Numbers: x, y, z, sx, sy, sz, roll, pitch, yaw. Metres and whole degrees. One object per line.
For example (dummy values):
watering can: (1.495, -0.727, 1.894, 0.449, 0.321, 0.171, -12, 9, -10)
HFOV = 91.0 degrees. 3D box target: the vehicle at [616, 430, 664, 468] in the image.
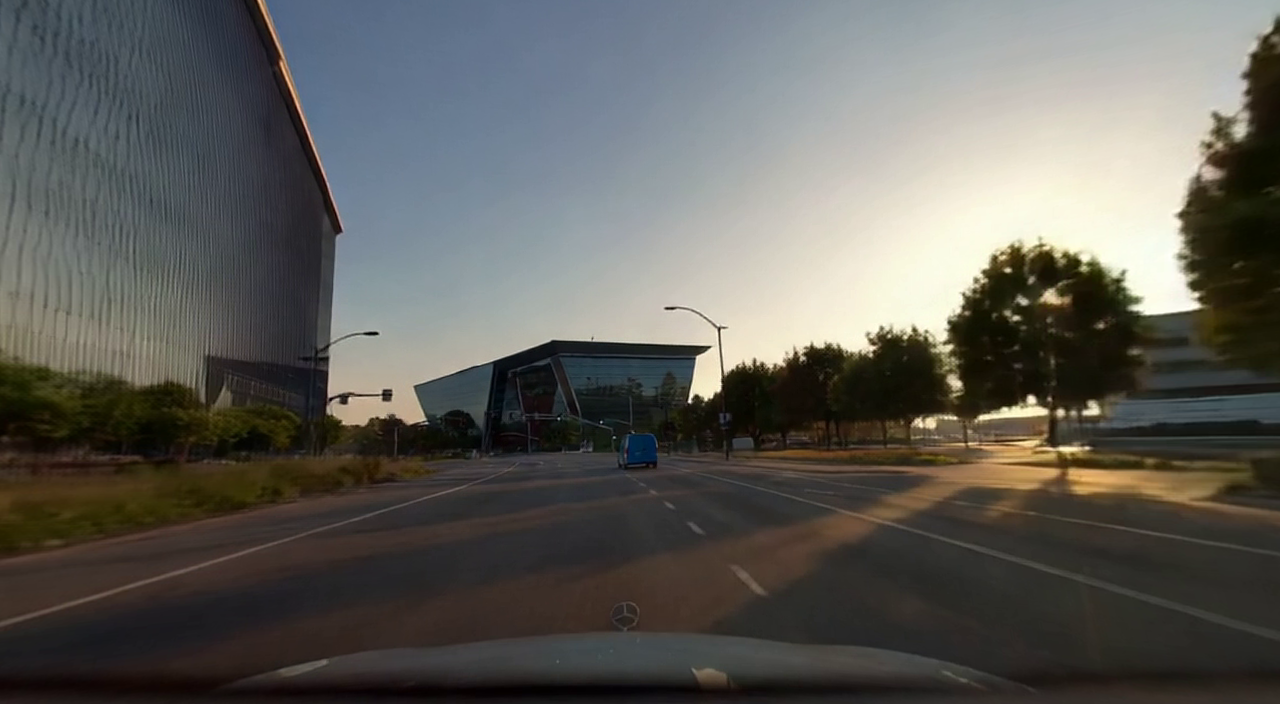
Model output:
vehicle: (-0.078, 6.111, 39.771, 2.339, 2.244, 4.817, 1, -8, -9)
